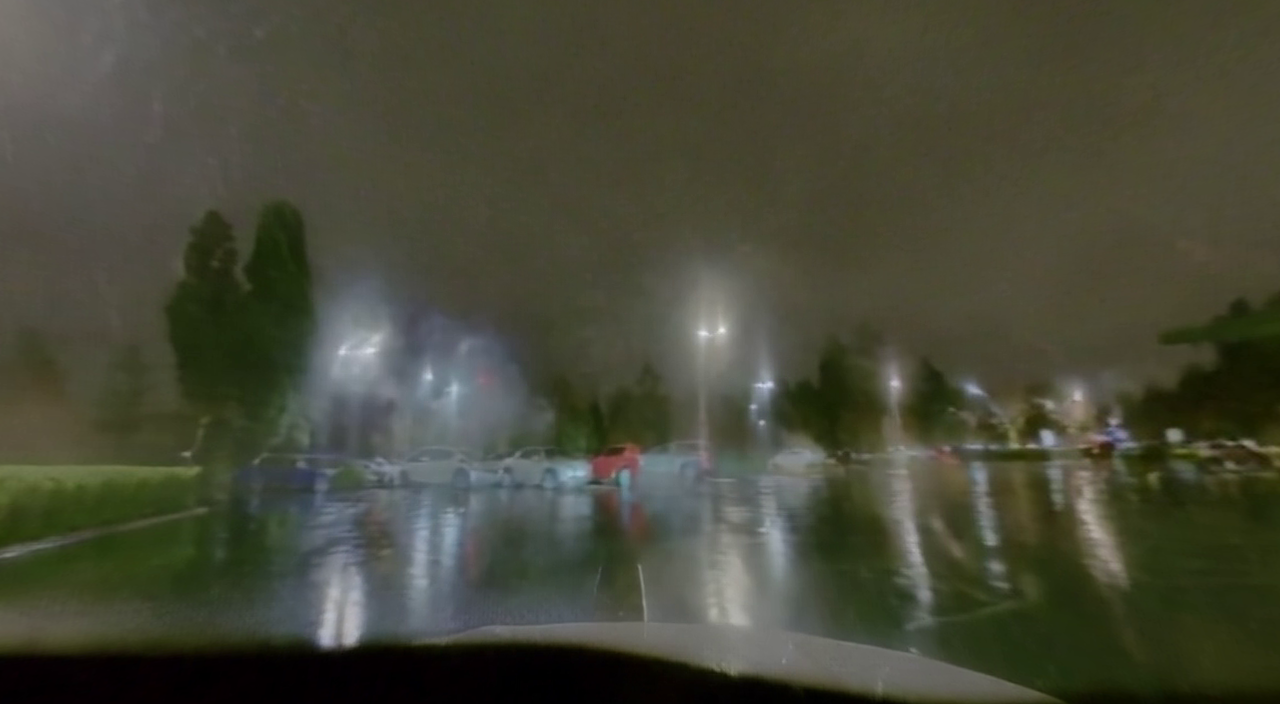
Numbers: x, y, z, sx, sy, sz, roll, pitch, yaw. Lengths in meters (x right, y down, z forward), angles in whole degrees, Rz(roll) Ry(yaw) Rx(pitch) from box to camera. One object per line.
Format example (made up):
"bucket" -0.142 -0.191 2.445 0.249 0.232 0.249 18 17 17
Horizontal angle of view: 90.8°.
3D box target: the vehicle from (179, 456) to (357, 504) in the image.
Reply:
"vehicle" -12.418 4.286 21.464 4.772 1.441 1.976 2 -9 -13

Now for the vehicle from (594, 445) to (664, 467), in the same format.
"vehicle" -0.761 7.278 44.440 4.601 1.484 1.839 3 -9 -20

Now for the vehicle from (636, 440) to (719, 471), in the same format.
"vehicle" 2.303 6.324 38.823 4.660 1.687 1.981 2 -6 -17

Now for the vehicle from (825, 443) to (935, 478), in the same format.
"vehicle" 10.435 4.715 27.562 4.106 1.449 1.760 2 -9 -14

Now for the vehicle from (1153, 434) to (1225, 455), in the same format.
"vehicle" 42.710 7.179 49.209 3.754 1.531 1.895 -1 -8 -1

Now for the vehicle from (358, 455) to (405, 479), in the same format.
"vehicle" -16.756 7.454 41.121 2.190 1.441 3.759 2 -9 -13

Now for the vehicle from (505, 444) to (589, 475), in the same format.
"vehicle" -5.440 6.292 36.878 4.666 1.634 1.816 3 -13 -15

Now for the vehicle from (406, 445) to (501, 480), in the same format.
"vehicle" -10.398 6.175 35.527 4.939 1.664 2.055 1 -5 -14

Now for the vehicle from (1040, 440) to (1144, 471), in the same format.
"vehicle" 21.572 4.933 30.197 4.059 1.388 1.726 2 -9 -14
